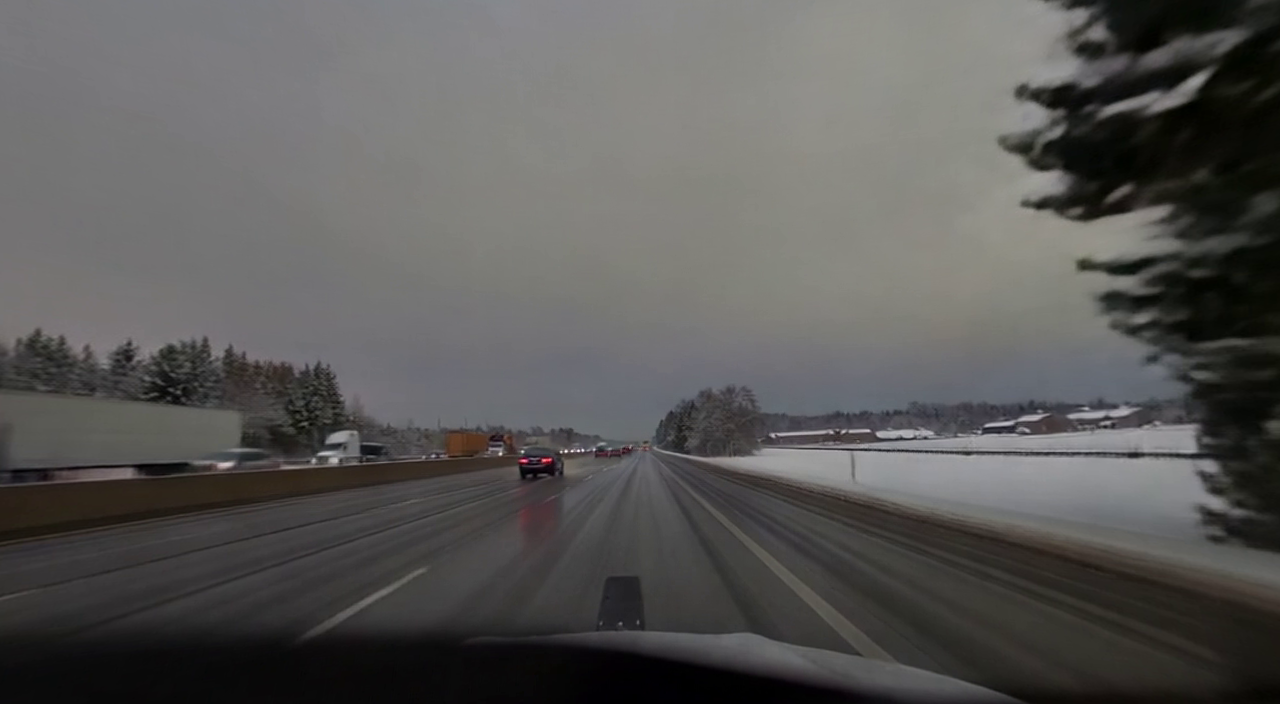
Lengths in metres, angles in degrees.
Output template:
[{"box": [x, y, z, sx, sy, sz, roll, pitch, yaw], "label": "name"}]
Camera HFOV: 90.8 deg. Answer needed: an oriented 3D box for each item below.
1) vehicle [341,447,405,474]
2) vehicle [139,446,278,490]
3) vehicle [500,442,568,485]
[{"box": [-15.967, 6.494, 37.968, 1.925, 1.526, 4.370, 0, -9, 0], "label": "vehicle"}, {"box": [-16.047, 4.322, 23.836, 2.078, 1.493, 4.427, 0, -9, 1], "label": "vehicle"}, {"box": [-4.140, 4.430, 25.338, 1.954, 1.541, 4.079, 0, -9, 1], "label": "vehicle"}]
